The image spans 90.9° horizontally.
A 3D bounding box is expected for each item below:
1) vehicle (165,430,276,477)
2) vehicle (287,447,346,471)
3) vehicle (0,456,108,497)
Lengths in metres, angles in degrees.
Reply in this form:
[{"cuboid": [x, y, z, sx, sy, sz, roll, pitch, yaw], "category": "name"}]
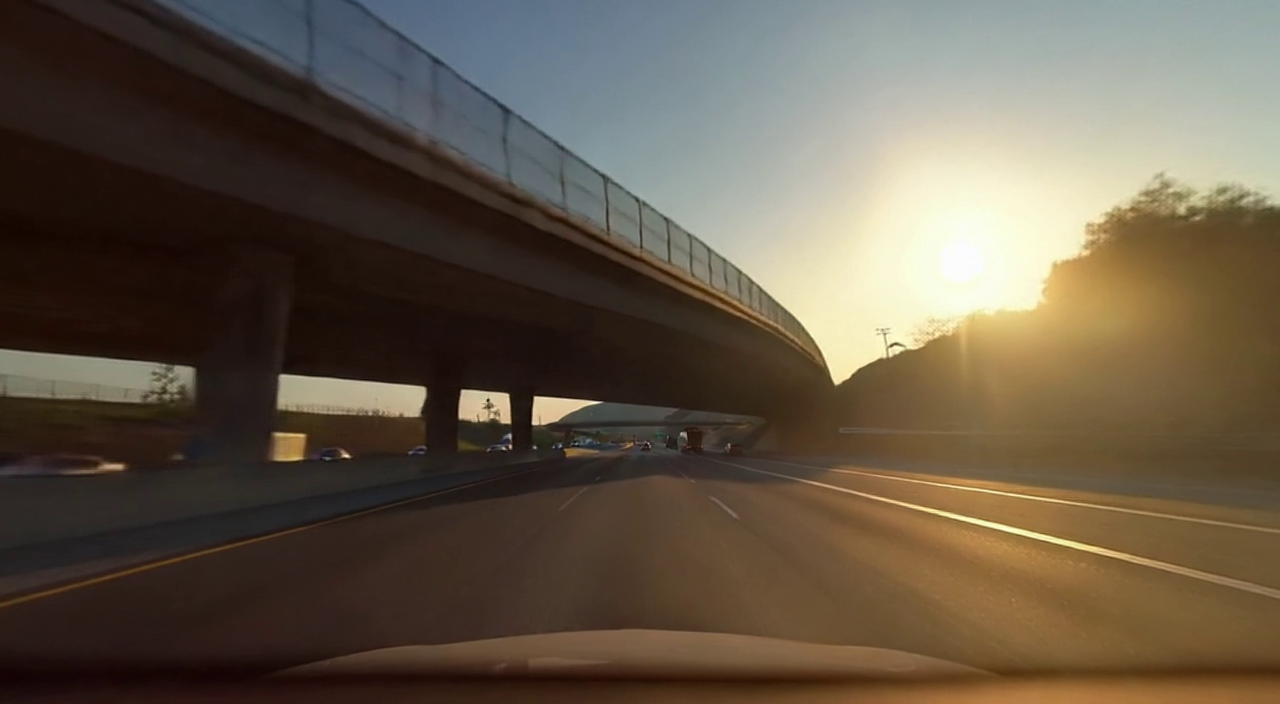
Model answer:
[{"cuboid": [-31.953, 7.761, 48.619, 2.835, 3.223, 8.210, 0, -8, 0], "category": "vehicle"}, {"cuboid": [-24.825, 8.189, 48.597, 2.027, 1.748, 4.760, 0, -8, 0], "category": "vehicle"}, {"cuboid": [-24.751, 5.068, 25.989, 1.756, 1.434, 4.451, 0, -8, 0], "category": "vehicle"}]
